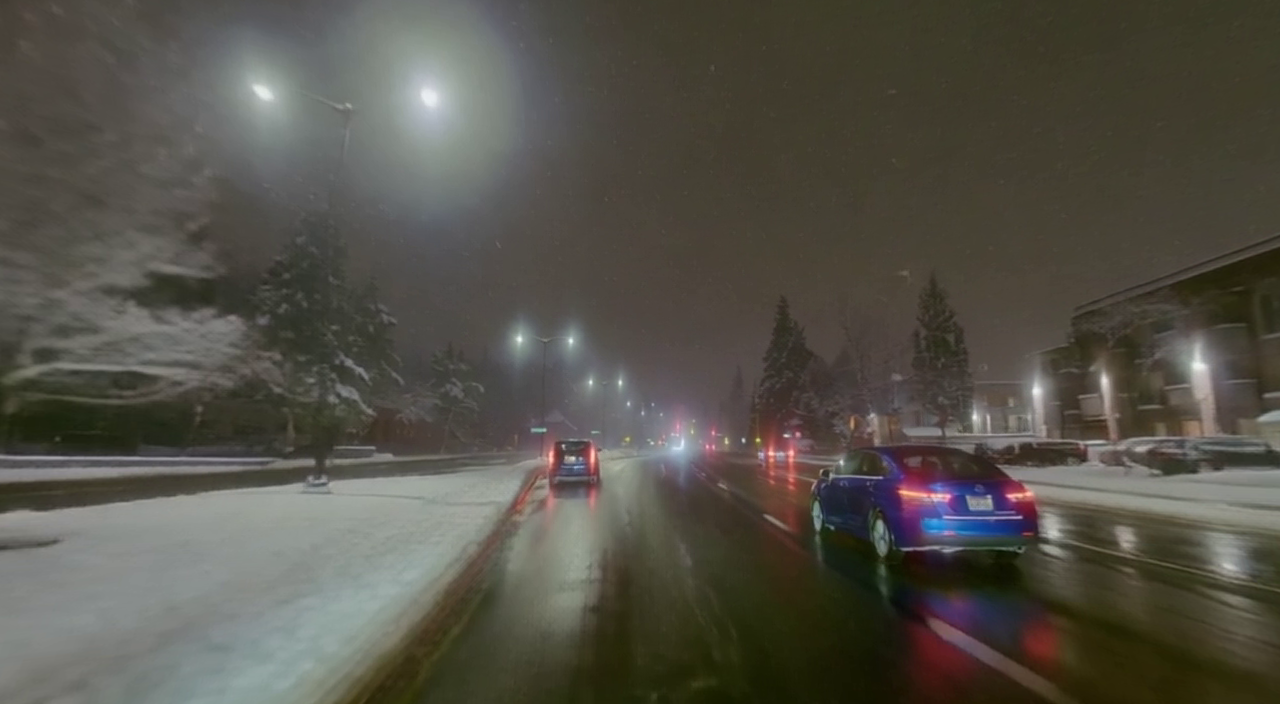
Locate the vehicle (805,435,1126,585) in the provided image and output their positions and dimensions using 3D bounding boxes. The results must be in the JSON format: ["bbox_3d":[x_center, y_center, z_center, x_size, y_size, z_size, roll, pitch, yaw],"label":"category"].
[{"bbox_3d":[3.719,1.847,8.331,1.918,1.418,4.360,0,-8,0],"label":"vehicle"}]

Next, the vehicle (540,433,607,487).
[{"bbox_3d":[-2.255,3.748,22.298,2.085,1.693,4.301,1,-8,-4],"label":"vehicle"}]

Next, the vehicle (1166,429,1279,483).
[{"bbox_3d":[24.220,4.125,25.266,5.069,1.992,2.205,2,-9,-16],"label":"vehicle"}]
